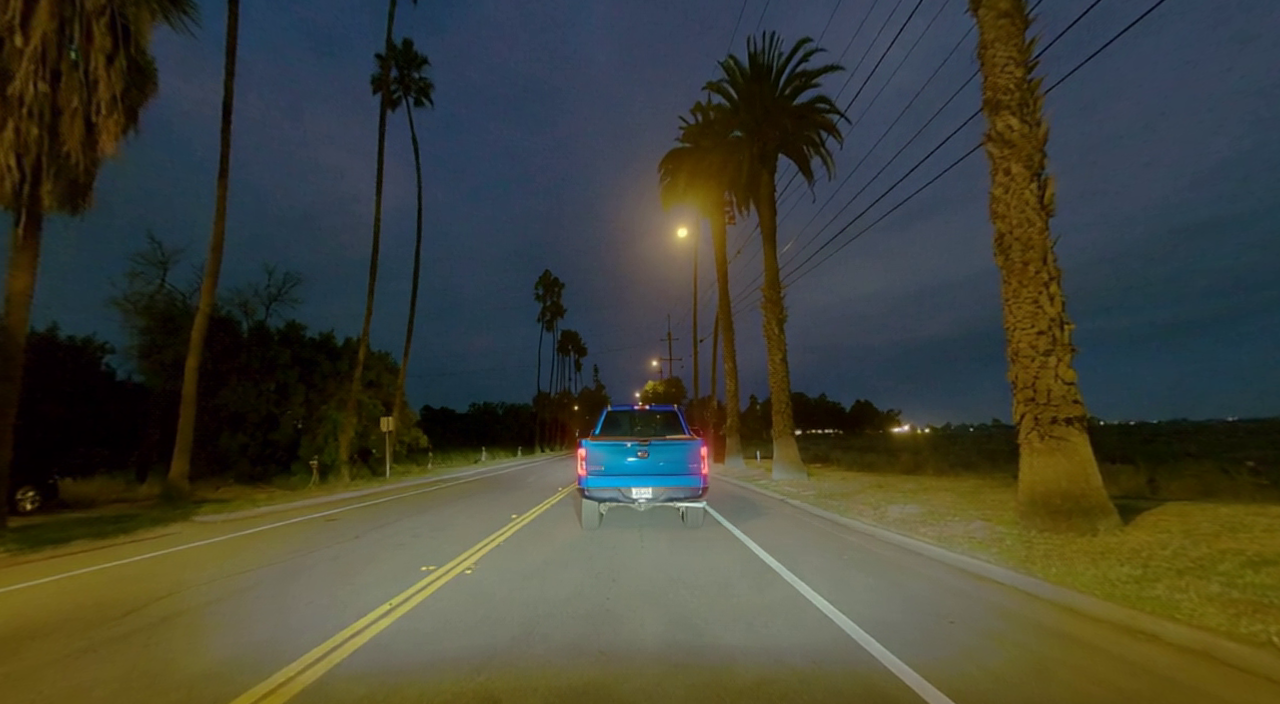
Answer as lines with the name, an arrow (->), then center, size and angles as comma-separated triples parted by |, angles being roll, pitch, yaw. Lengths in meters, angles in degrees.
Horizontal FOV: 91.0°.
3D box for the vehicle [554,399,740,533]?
vehicle -> 0.061, 2.155, 12.491 | 2.803, 2.005, 5.885 | 0, -8, -1
